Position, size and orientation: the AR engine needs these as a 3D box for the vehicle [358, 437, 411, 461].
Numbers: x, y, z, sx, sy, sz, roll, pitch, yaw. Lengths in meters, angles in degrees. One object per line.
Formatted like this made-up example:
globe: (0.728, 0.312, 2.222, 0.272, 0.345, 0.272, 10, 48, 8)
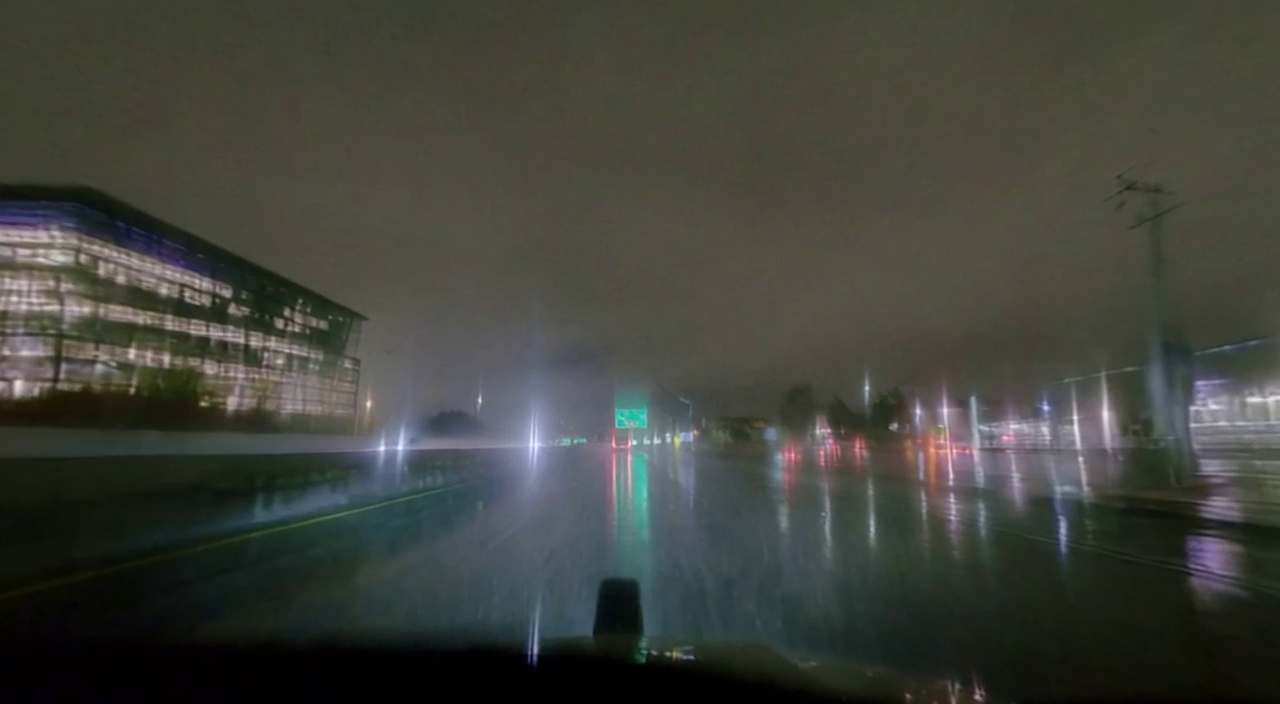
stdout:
vehicle: (-17.495, 6.688, 43.129, 1.876, 1.508, 4.171, 0, -9, 0)
